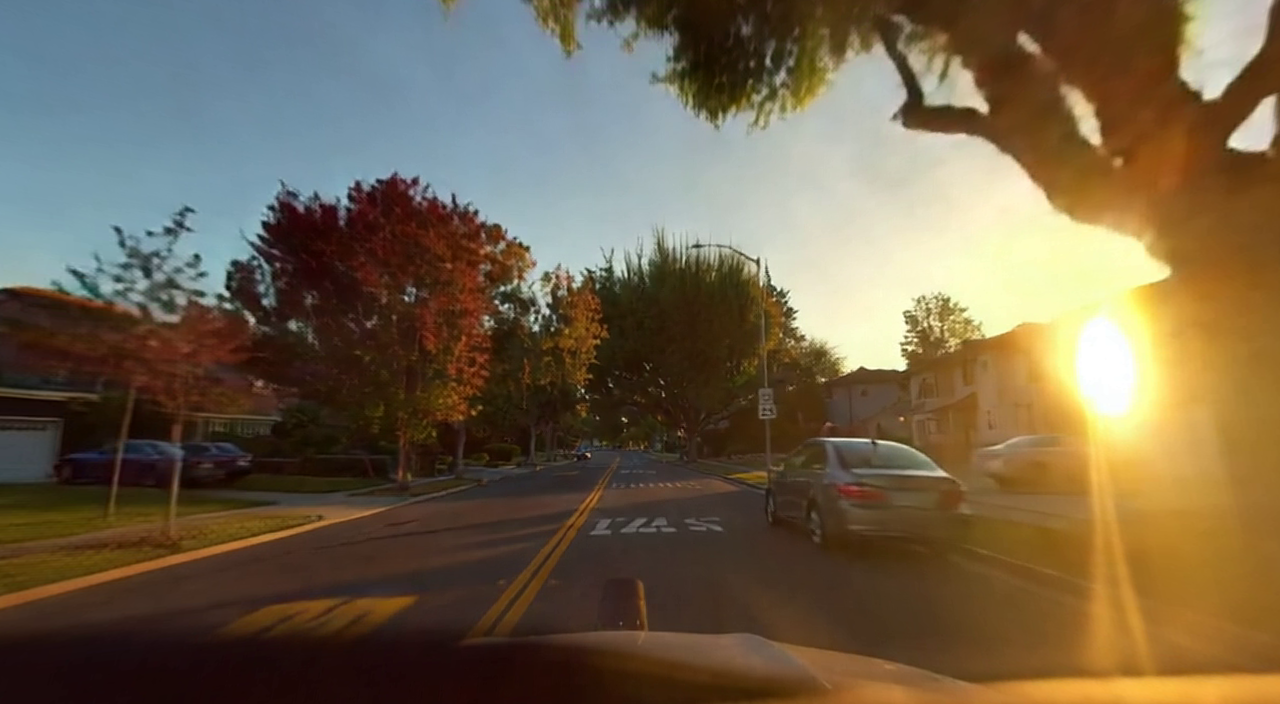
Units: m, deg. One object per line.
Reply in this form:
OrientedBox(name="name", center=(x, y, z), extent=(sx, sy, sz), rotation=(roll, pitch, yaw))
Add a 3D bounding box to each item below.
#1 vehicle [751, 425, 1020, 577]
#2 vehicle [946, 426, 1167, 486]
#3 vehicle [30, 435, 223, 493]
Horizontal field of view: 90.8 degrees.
OrientedBox(name="vehicle", center=(3.071, 1.951, 9.192), extent=(1.988, 1.618, 4.567), rotation=(0, -8, -1))
OrientedBox(name="vehicle", center=(11.141, 2.809, 17.182), extent=(4.472, 1.481, 2.143), rotation=(0, -8, 0))
OrientedBox(name="vehicle", center=(-16.314, 3.565, 20.284), extent=(4.331, 1.738, 2.067), rotation=(0, -9, 1))
